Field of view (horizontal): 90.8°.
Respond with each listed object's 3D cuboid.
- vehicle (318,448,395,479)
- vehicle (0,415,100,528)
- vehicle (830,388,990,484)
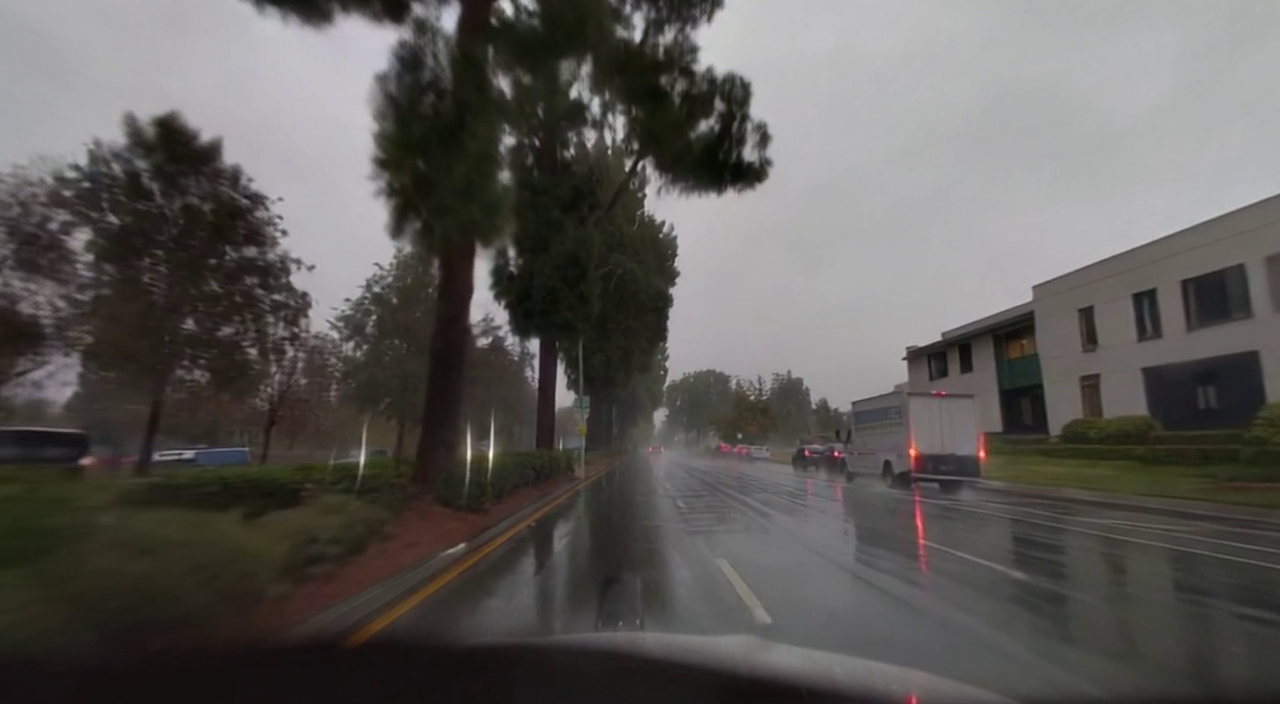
[{"bbox_3d":[-15.331,6.027,34.458,2.011,1.496,4.650,0,-8,0],"label":"vehicle"},{"bbox_3d":[-12.026,1.975,10.366,2.180,1.904,4.631,0,-9,0],"label":"vehicle"},{"bbox_3d":[9.683,3.226,23.844,2.670,3.016,7.732,0,-9,1],"label":"vehicle"}]
